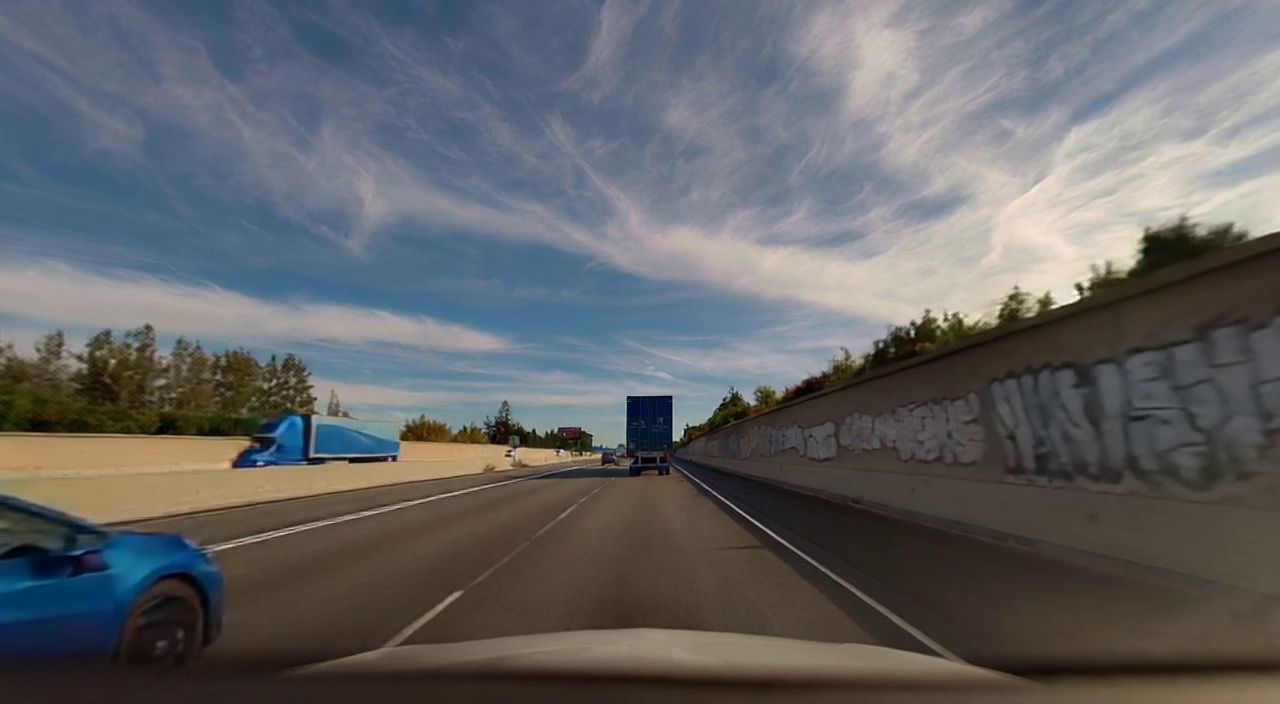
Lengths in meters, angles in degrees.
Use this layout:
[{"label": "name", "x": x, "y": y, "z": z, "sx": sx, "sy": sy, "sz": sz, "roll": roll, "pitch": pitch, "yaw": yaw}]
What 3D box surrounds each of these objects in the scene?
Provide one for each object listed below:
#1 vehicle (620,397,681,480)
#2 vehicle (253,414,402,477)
[{"label": "vehicle", "x": 0.535, "y": 5.113, "z": 36.774, "sx": 2.997, "sy": 4.069, "sz": 10.871, "roll": 0, "pitch": -9, "yaw": 0}, {"label": "vehicle", "x": -23.643, "y": 7.392, "z": 49.589, "sx": 2.997, "sy": 4.110, "sz": 16.358, "roll": 0, "pitch": -9, "yaw": 1}]
